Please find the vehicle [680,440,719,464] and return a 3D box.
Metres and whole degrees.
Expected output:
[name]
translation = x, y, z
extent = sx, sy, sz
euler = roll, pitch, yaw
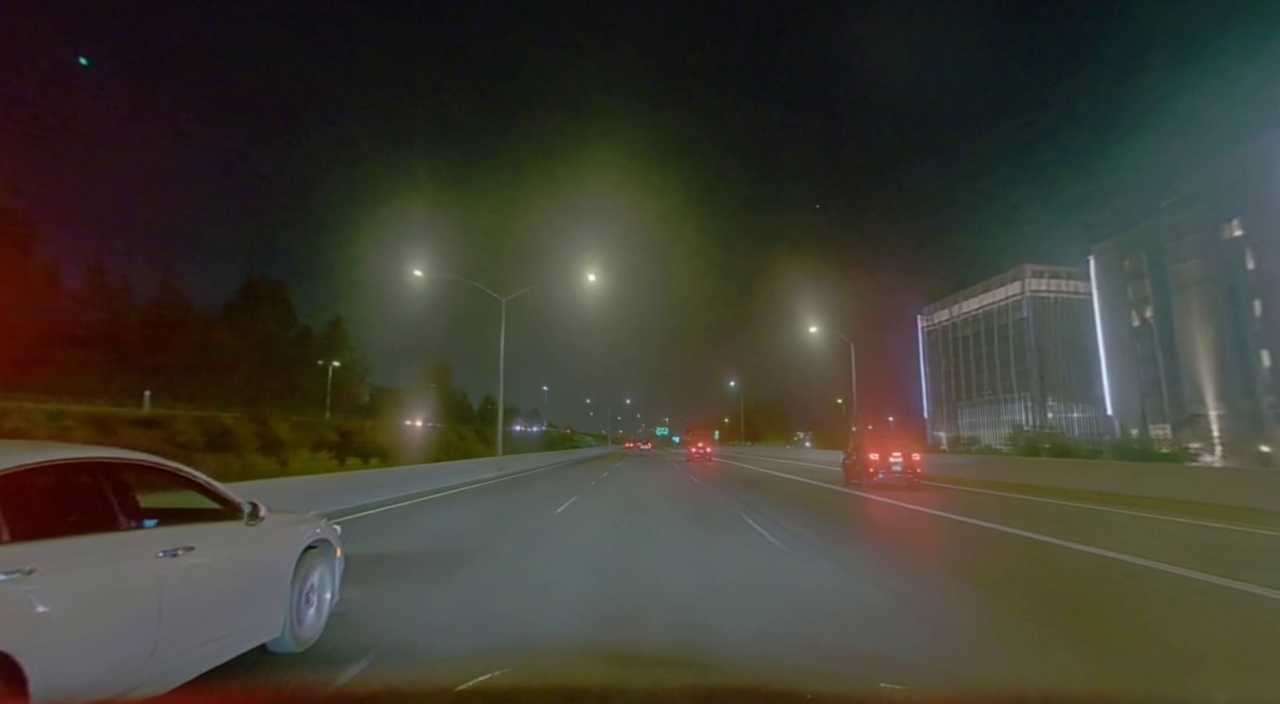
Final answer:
[vehicle]
translation = 3.822, 6.539, 41.339
extent = 2.069, 1.431, 4.313
euler = 0, -8, -1
